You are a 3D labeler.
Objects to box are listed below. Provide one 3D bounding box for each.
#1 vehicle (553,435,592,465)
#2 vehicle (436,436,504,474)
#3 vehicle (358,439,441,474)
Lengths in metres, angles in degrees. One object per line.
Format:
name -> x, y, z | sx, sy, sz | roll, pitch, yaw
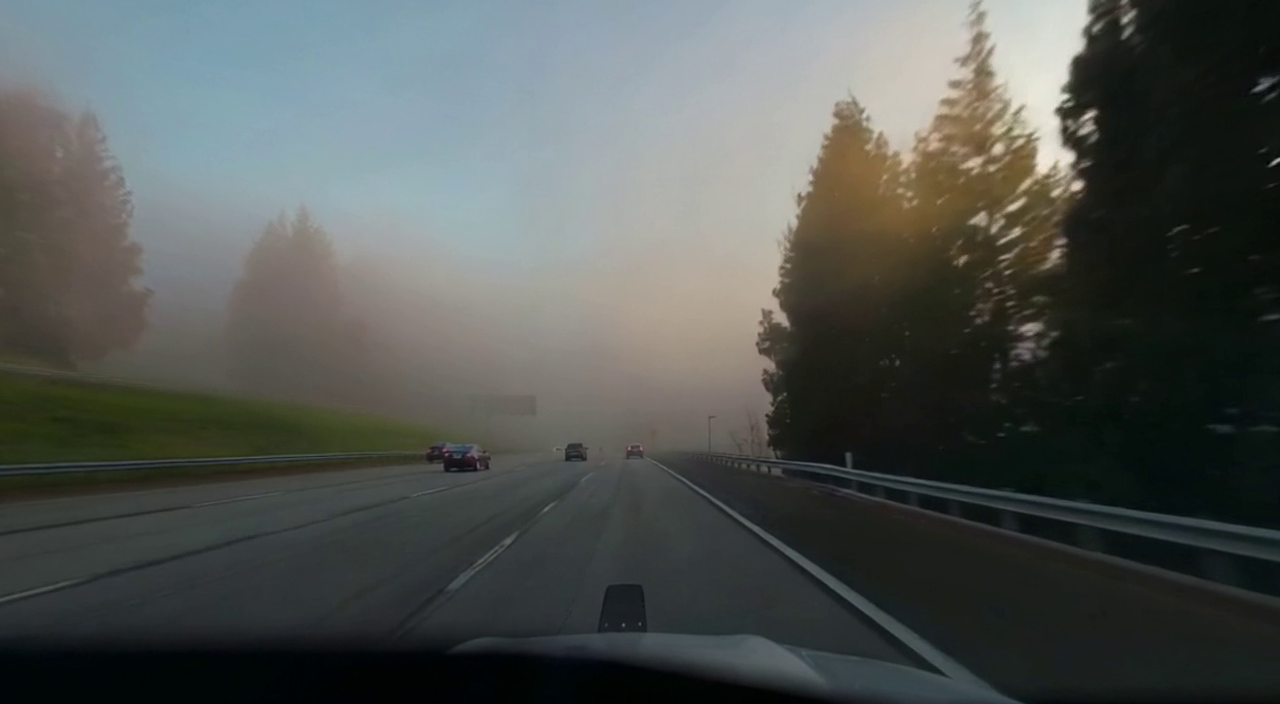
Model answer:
vehicle -> -4.363, 6.456, 41.359 | 2.138, 1.833, 4.622 | 1, -8, -1
vehicle -> -7.939, 4.849, 29.772 | 2.015, 1.651, 4.432 | 1, -8, -1
vehicle -> -11.487, 5.003, 30.415 | 2.100, 1.537, 5.092 | 1, -8, -1
